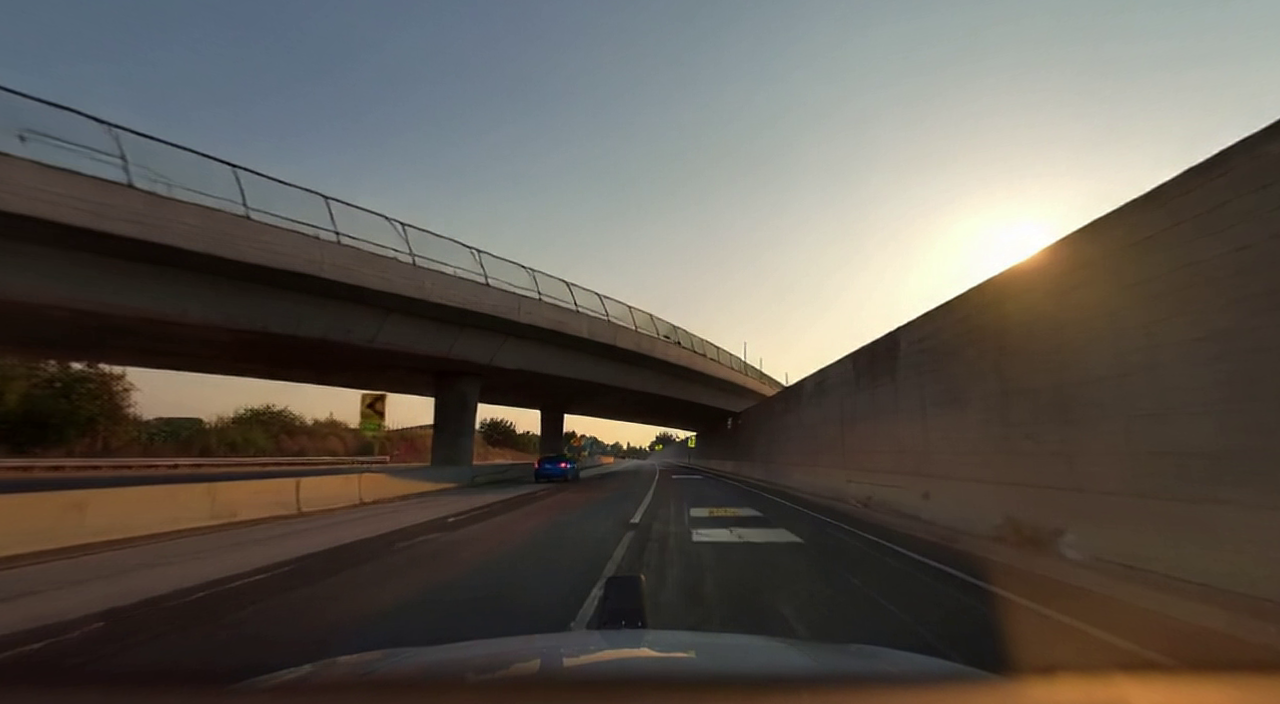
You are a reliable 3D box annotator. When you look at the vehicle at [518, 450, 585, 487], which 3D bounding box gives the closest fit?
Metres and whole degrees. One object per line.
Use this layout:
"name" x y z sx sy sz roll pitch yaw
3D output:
"vehicle" -4.059 5.431 29.768 2.172 1.587 4.518 -1 -9 5
